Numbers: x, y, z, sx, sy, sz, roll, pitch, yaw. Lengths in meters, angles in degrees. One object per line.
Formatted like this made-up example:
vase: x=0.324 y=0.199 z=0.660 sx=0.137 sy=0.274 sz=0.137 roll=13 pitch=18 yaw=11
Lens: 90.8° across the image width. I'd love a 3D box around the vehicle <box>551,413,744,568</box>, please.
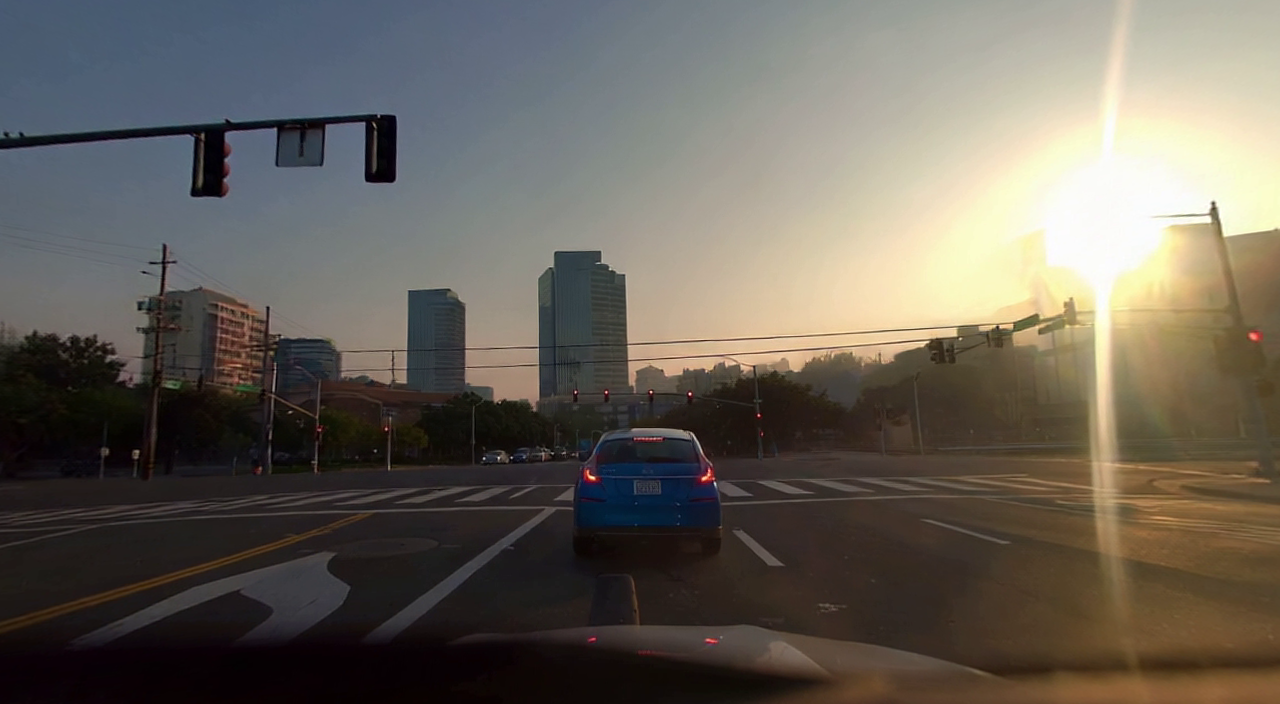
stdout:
vehicle: x=0.045 y=1.755 z=8.710 sx=2.027 sy=1.626 sz=3.942 roll=0 pitch=-8 yaw=-1
